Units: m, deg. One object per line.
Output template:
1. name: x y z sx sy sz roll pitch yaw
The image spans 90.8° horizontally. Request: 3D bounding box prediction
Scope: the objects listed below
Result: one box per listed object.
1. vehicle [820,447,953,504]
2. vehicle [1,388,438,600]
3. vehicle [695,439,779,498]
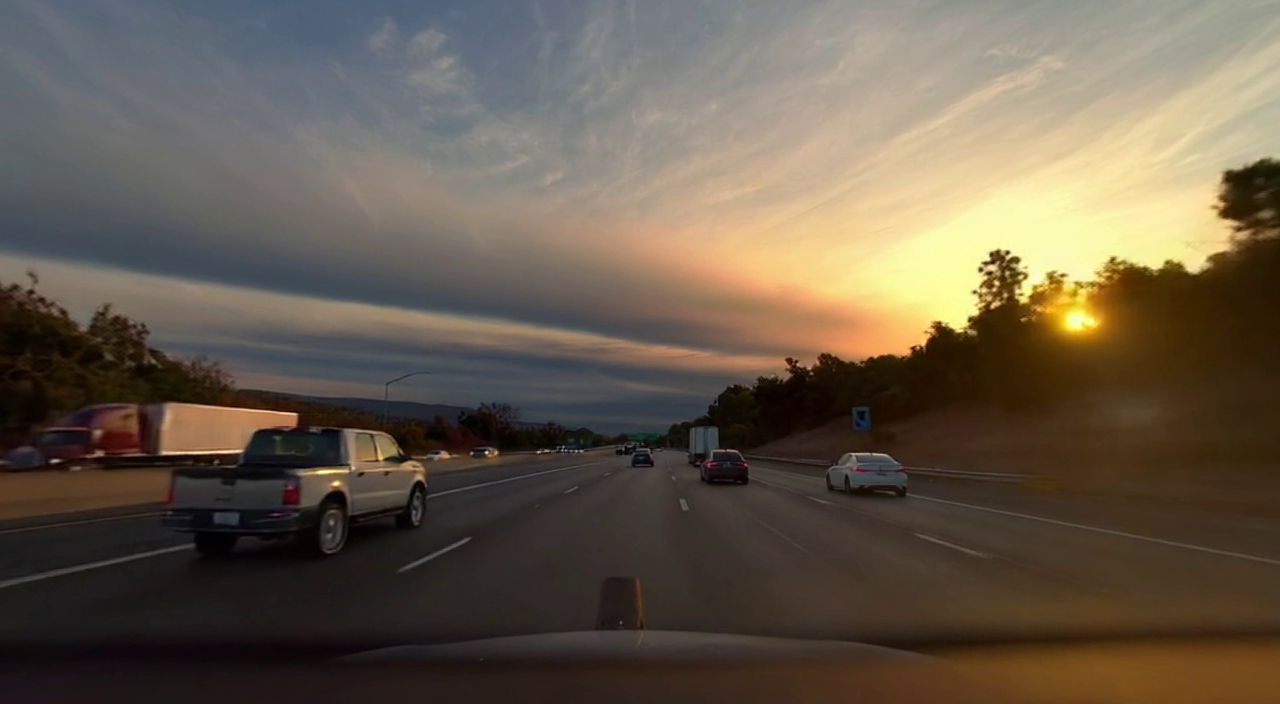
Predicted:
1. vehicle: 7.237 3.641 19.190 2.146 1.482 4.665 0 -8 0
2. vehicle: -4.633 1.655 8.351 2.036 1.892 5.214 0 -8 2
3. vehicle: 3.090 3.823 21.169 2.103 1.717 4.399 0 -8 0
